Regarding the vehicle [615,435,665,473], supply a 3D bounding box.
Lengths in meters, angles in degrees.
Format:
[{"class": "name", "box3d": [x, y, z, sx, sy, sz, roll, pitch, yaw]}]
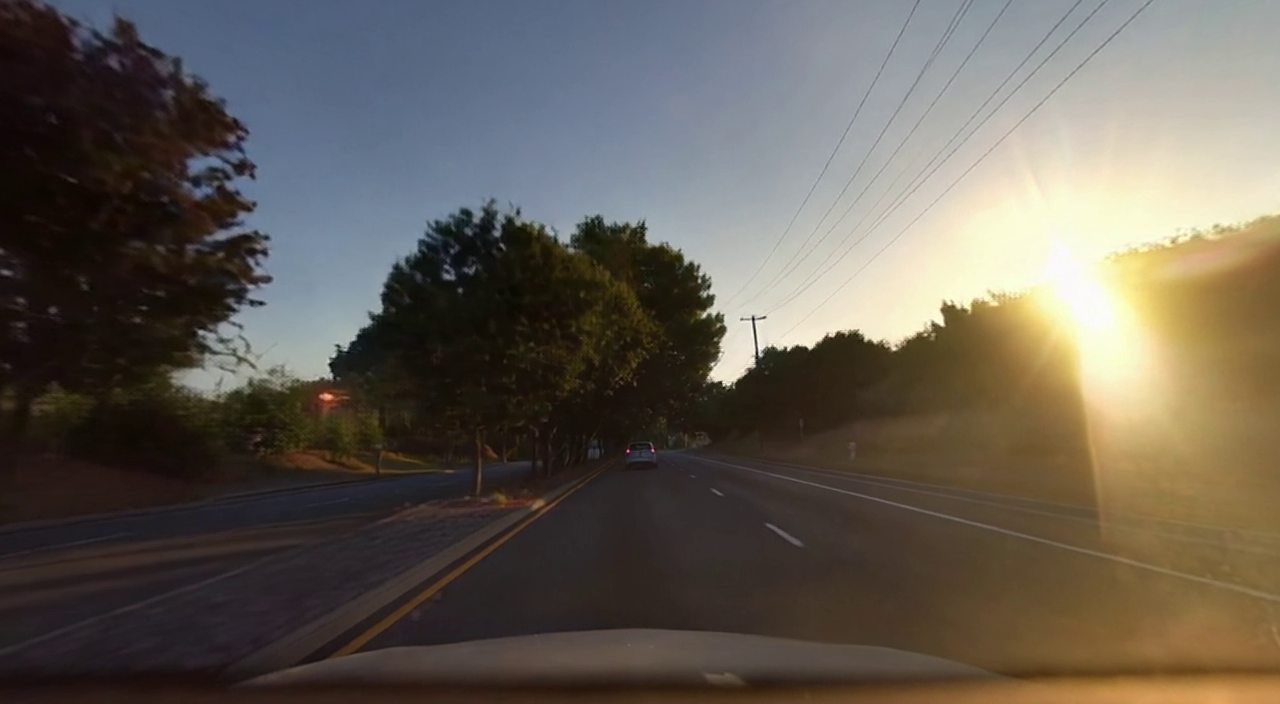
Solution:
[{"class": "vehicle", "box3d": [0.007, 5.007, 30.956, 2.256, 1.734, 4.176, 0, -9, 0]}]
